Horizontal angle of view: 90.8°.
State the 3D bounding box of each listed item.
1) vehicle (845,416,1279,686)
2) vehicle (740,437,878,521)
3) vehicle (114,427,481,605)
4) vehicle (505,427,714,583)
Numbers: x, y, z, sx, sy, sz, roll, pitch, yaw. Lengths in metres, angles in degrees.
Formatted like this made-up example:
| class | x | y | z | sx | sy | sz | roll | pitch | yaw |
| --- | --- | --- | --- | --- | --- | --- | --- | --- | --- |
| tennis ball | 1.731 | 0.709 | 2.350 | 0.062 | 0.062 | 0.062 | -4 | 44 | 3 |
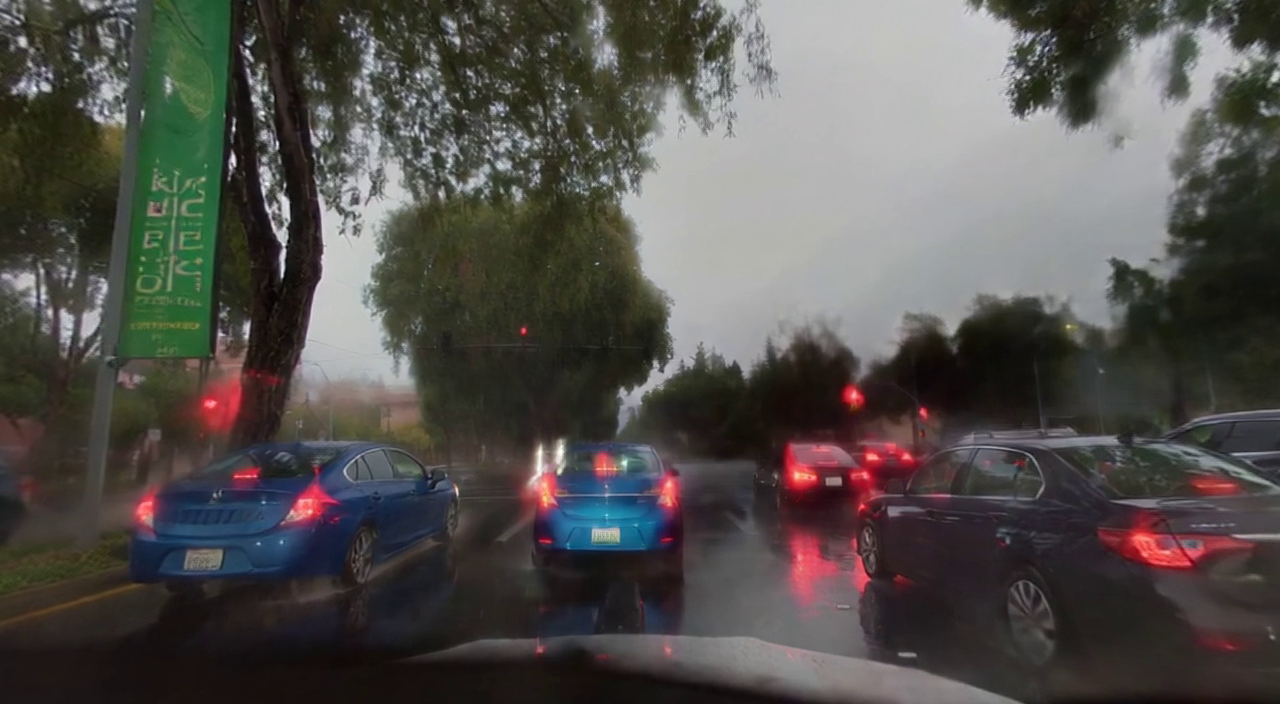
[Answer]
| class | x | y | z | sx | sy | sz | roll | pitch | yaw |
| --- | --- | --- | --- | --- | --- | --- | --- | --- | --- |
| vehicle | 3.606 | 1.431 | 5.774 | 1.953 | 1.471 | 4.470 | 0 | -9 | 0 |
| vehicle | 3.398 | 2.611 | 13.495 | 1.852 | 1.498 | 3.825 | 0 | -9 | -1 |
| vehicle | -3.371 | 1.671 | 7.362 | 1.929 | 1.457 | 4.136 | 0 | -9 | 0 |
| vehicle | -0.320 | 1.741 | 7.937 | 1.994 | 1.479 | 3.647 | 0 | -9 | -1 |
